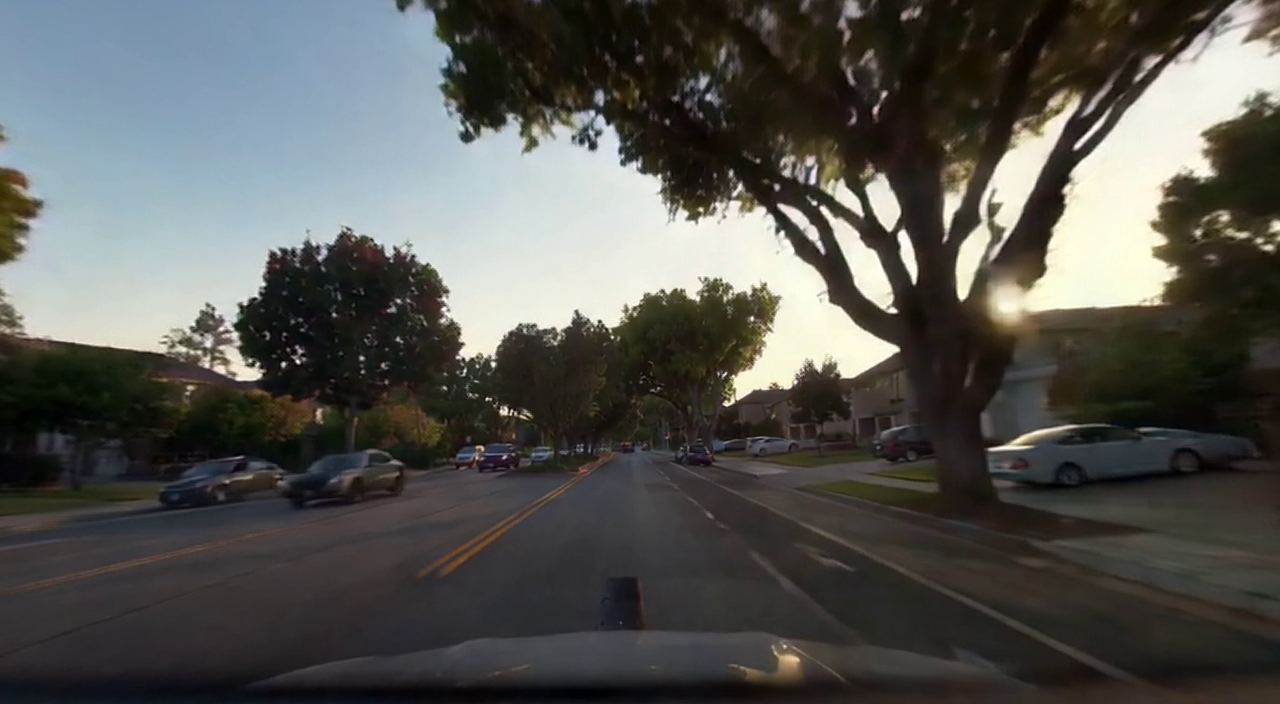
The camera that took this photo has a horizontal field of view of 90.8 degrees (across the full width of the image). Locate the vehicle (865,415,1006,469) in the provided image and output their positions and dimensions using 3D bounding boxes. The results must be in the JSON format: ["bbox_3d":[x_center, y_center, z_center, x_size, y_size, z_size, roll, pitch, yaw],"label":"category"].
[{"bbox_3d":[11.931,3.659,25.737,4.625,1.711,1.910,-5,-8,1],"label":"vehicle"}]

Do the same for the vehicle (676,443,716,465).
[{"bbox_3d":[3.809,7.045,43.984,1.946,1.431,4.695,1,-8,-5],"label":"vehicle"}]

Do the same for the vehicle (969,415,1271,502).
[{"bbox_3d":[9.701,2.171,13.079,4.690,1.579,1.878,-1,-8,-1],"label":"vehicle"}]

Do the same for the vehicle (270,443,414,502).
[{"bbox_3d":[-8.520,3.453,18.648,1.973,1.509,4.651,0,-8,0],"label":"vehicle"}]

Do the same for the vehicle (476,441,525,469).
[{"bbox_3d":[-8.738,6.488,39.937,2.030,1.632,4.520,0,-8,0],"label":"vehicle"}]

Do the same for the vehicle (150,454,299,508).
[{"bbox_3d":[-13.346,4.121,20.689,1.850,1.472,4.511,0,-8,-1],"label":"vehicle"}]
